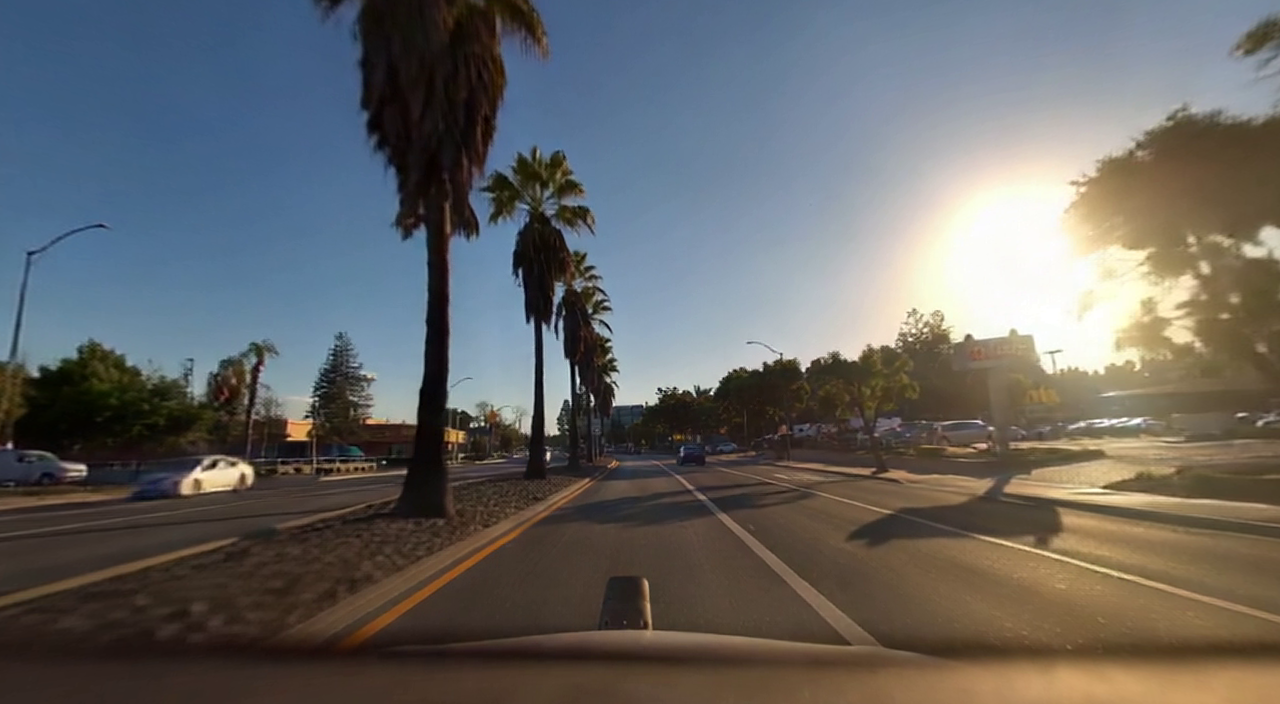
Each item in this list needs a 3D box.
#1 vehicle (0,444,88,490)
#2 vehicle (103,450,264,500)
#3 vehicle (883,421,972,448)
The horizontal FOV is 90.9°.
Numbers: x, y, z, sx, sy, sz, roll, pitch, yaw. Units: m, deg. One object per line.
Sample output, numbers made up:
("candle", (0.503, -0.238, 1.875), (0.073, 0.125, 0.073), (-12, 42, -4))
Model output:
("vehicle", (-32.837, 6.043, 32.876), (2.415, 2.234, 6.082), (-1, -11, 1))
("vehicle", (-16.912, 4.556, 23.831), (2.167, 1.622, 5.184), (0, -8, 0))
("vehicle", (18.701, 5.396, 41.212), (4.649, 1.662, 2.349), (0, -8, 1))
